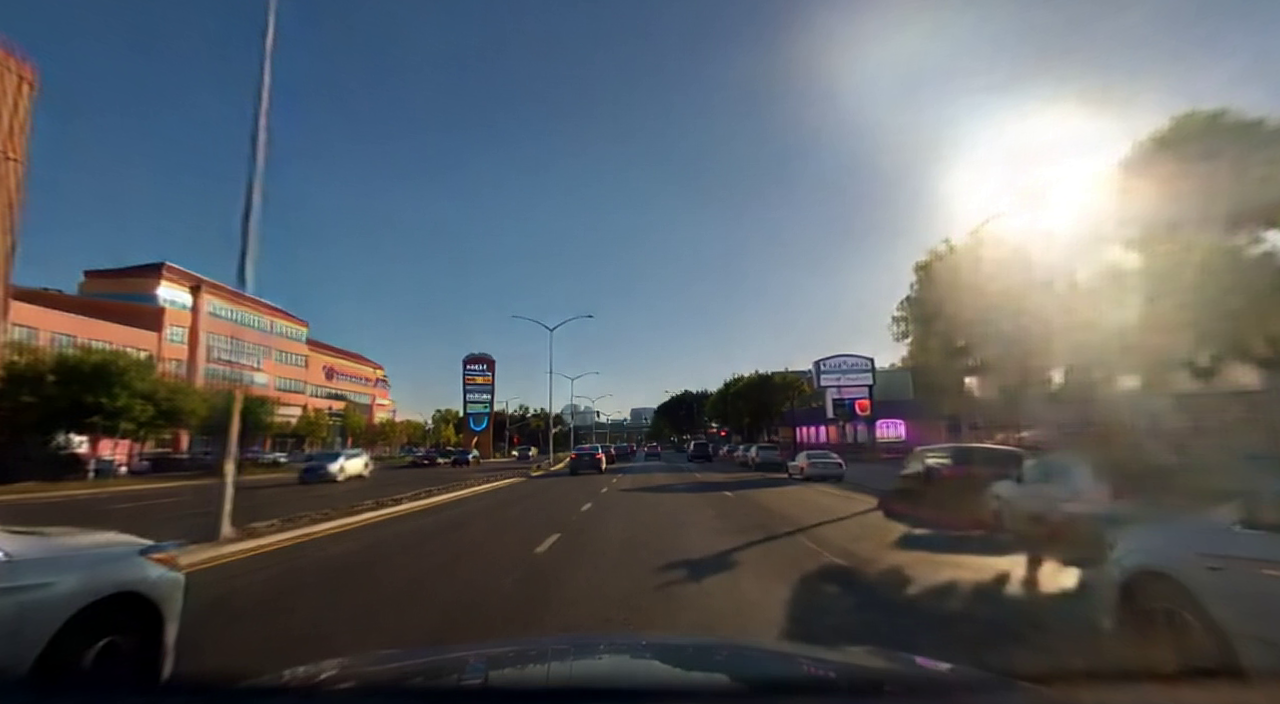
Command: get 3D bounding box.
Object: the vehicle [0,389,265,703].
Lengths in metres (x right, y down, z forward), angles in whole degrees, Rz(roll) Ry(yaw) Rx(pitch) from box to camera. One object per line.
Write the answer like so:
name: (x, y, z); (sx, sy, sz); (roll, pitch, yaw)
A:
vehicle: (-3.333, 0.750, 1.242); (2.155, 1.504, 4.776); (0, -8, 2)

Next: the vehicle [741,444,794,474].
vehicle: (7.493, 6.323, 37.530); (1.918, 1.598, 4.536); (0, -8, -4)

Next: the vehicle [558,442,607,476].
vehicle: (-2.726, 5.215, 31.057); (1.917, 1.511, 4.436); (0, -8, 1)

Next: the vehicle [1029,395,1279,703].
vehicle: (3.344, 0.790, 1.485); (1.981, 1.499, 4.536); (0, -8, 1)

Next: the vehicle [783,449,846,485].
vehicle: (7.478, 4.937, 27.406); (1.654, 1.440, 3.647); (0, -8, -1)

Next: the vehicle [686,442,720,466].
vehicle: (4.562, 7.451, 46.156); (2.007, 1.683, 4.171); (0, -8, -1)

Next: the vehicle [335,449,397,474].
vehicle: (-17.840, 7.132, 41.327); (1.919, 1.460, 4.572); (0, -8, 1)
